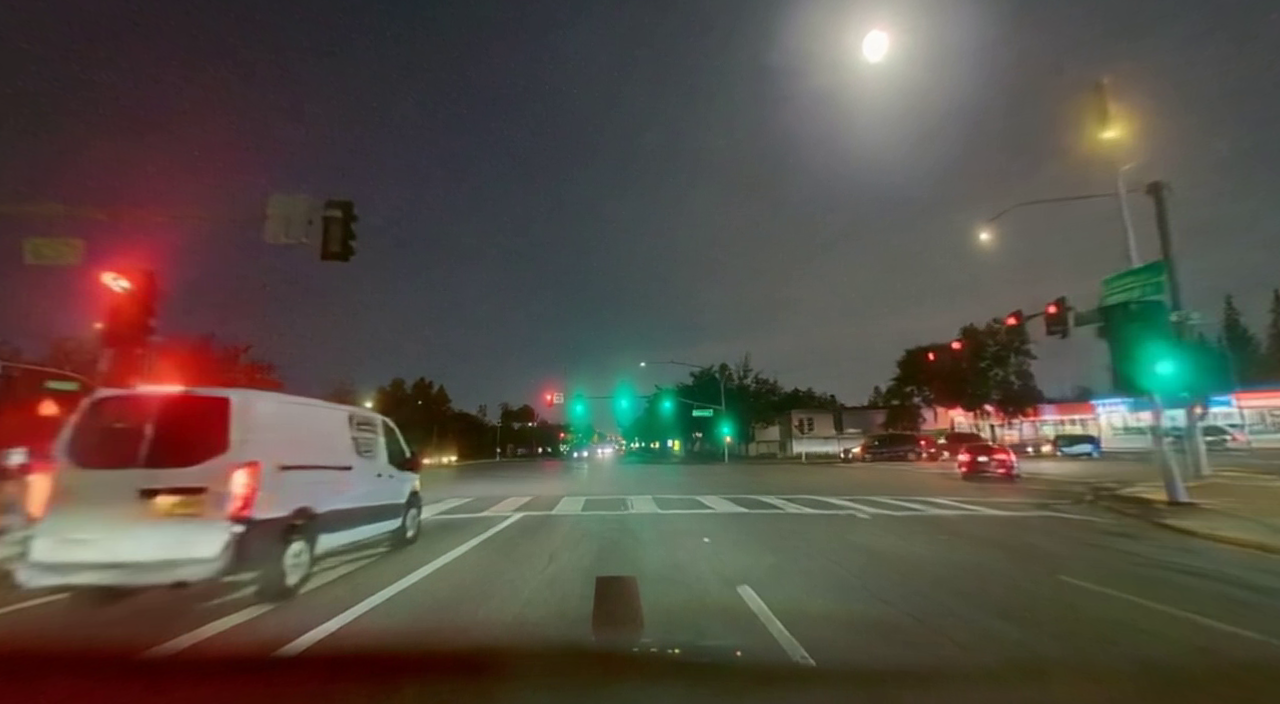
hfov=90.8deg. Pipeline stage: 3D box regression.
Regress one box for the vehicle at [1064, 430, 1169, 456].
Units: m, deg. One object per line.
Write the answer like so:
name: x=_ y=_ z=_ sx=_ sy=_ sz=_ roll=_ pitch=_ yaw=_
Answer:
vehicle: x=28.973 y=5.537 z=38.507 sx=4.768 sy=1.525 sz=1.919 roll=0 pitch=-8 yaw=0

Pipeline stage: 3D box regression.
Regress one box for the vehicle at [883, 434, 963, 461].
vehicle: x=18.900 y=6.378 z=42.257 sx=4.364 sy=1.737 sz=1.967 roll=0 pitch=-8 yaw=-1

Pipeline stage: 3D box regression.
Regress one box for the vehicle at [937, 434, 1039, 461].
vehicle: x=19.725 y=5.442 z=35.939 sx=4.615 sy=1.474 sz=2.004 roll=0 pitch=-8 yaw=0

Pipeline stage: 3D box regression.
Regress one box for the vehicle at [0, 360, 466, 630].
vehicle: x=-3.851 y=1.437 z=7.383 sx=2.206 sy=2.007 sz=5.190 roll=0 pitch=-8 yaw=-1
